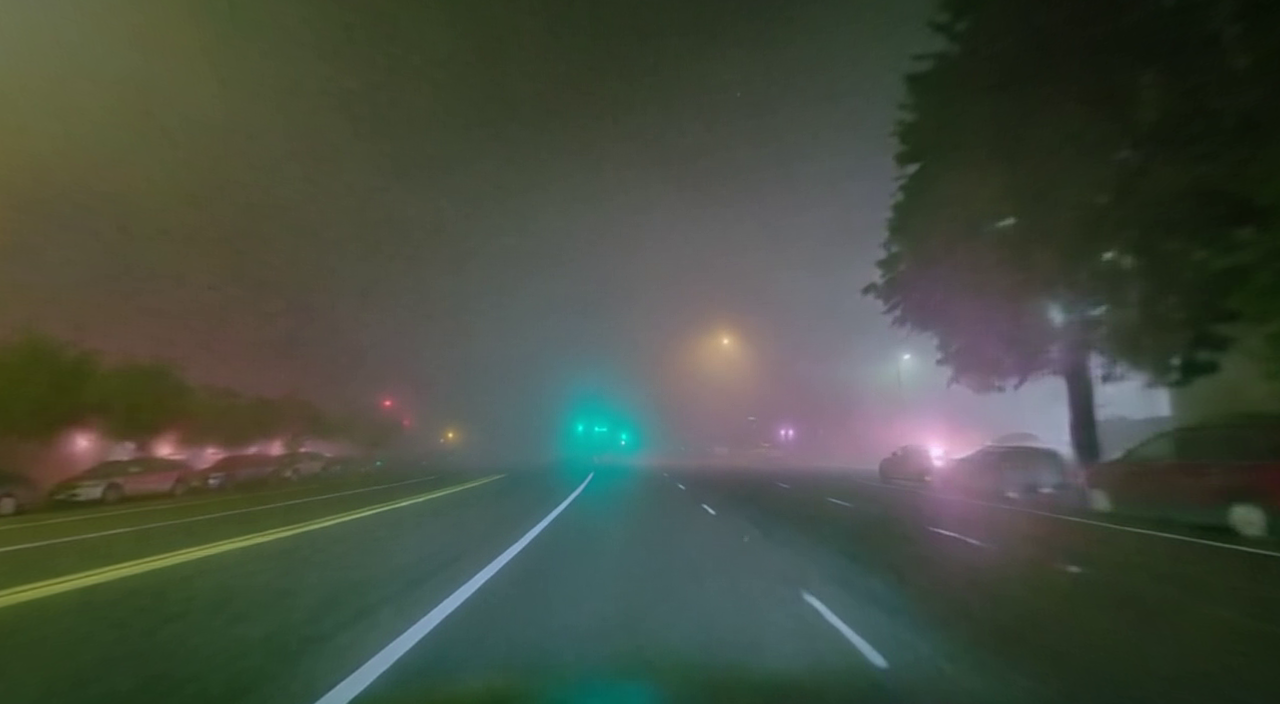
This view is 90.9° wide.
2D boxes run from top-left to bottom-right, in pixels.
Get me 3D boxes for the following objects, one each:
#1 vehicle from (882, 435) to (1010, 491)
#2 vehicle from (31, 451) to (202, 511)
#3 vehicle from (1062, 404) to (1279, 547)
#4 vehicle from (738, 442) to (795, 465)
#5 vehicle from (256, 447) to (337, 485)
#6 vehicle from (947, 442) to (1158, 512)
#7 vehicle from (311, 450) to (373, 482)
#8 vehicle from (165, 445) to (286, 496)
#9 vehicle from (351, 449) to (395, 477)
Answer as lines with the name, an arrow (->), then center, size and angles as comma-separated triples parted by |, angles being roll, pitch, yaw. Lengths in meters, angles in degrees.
vehicle -> 9.773, 3.584, 20.636 | 1.853, 1.578, 4.736 | 0, -9, 0
vehicle -> -17.173, 4.188, 21.070 | 1.859, 1.694, 4.638 | -1, -8, -2
vehicle -> 9.905, 1.987, 10.482 | 2.091, 1.962, 5.091 | 1, -9, -2
vehicle -> 9.251, 7.498, 46.591 | 1.919, 1.627, 4.196 | 5, -10, -26
vehicle -> -17.766, 5.880, 32.854 | 1.883, 1.775, 4.466 | -1, -8, -3
vehicle -> 9.721, 2.955, 15.472 | 1.863, 1.423, 4.709 | 1, -9, -2
vehicle -> -17.954, 6.852, 38.202 | 1.802, 1.477, 4.648 | -3, -5, -5
vehicle -> -17.484, 4.960, 26.956 | 2.099, 1.917, 4.720 | -1, -8, -2
vehicle -> -18.342, 7.603, 43.394 | 1.836, 1.512, 3.581 | -2, -6, -6
